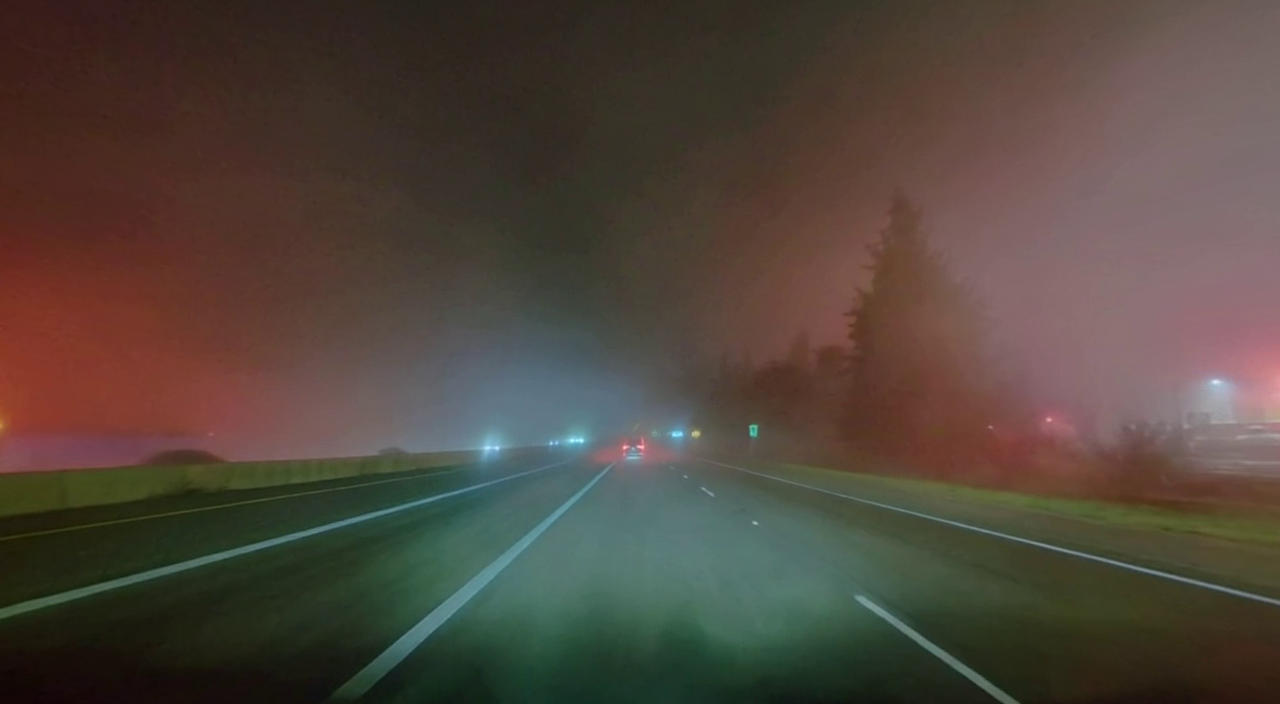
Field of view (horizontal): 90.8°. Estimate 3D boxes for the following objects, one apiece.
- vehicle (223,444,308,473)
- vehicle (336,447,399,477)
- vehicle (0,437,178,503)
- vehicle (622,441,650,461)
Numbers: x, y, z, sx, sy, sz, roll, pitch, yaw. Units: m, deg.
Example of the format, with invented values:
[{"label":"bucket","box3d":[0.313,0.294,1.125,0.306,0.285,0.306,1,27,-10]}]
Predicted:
[{"label":"vehicle","box3d":[-25.177,7.167,42.827,2.216,1.829,5.798,0,-9,0]},{"label":"vehicle","box3d":[-17.985,7.271,41.905,1.956,1.837,4.700,0,-9,1]},{"label":"vehicle","box3d":[-17.490,3.568,19.678,2.006,1.741,5.547,0,-9,0]},{"label":"vehicle","box3d":[-0.358,7.580,48.277,2.025,1.460,4.189,0,-9,-2]}]
